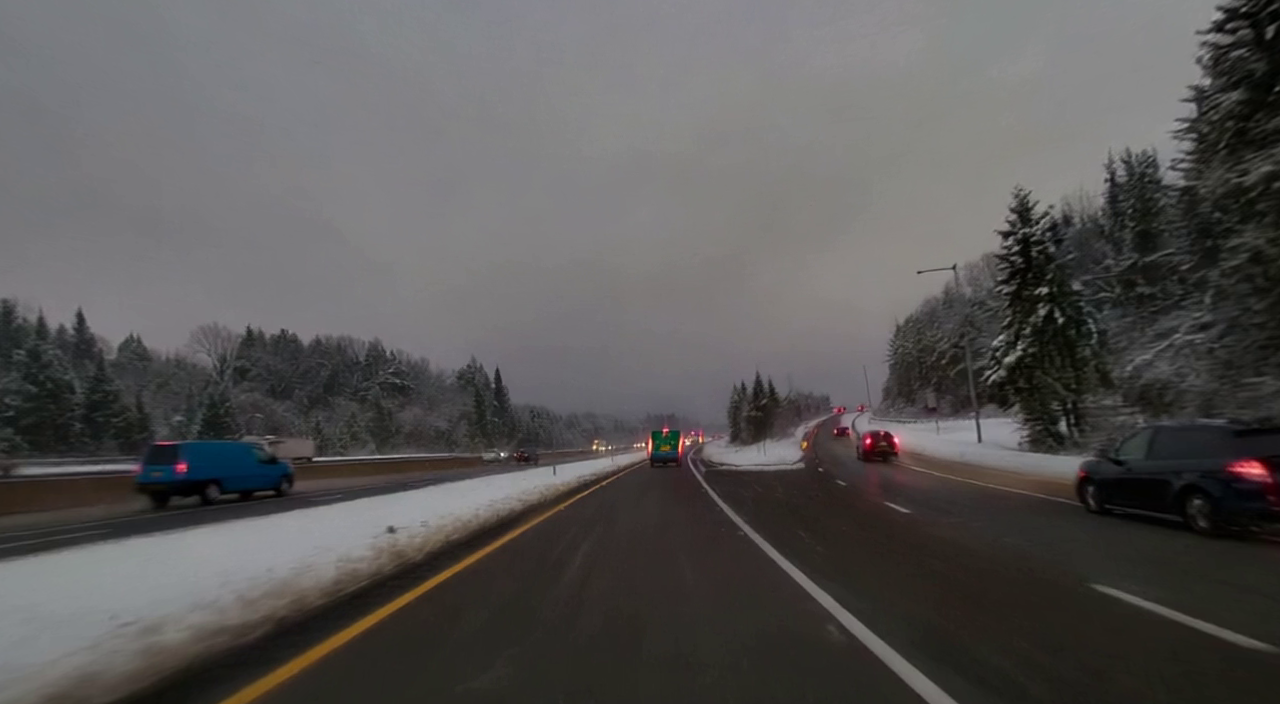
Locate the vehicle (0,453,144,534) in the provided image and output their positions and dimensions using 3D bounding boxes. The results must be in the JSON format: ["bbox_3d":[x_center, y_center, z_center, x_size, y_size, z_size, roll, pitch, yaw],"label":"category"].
[{"bbox_3d":[-13.881,3.035,13.857,2.747,1.505,3.932,0,-8,0],"label":"vehicle"}]

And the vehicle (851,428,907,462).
[{"bbox_3d":[13.715,5.355,36.494,2.167,1.798,4.838,-2,-8,11],"label":"vehicle"}]

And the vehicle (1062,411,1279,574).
[{"bbox_3d":[7.818,1.662,8.051,2.098,1.654,4.637,-2,-8,8],"label":"vehicle"}]

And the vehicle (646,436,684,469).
[{"bbox_3d":[1.445,5.848,36.927,2.043,1.821,4.558,-1,-8,2],"label":"vehicle"}]

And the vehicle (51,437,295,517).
[{"bbox_3d":[-13.469,3.605,19.031,2.298,1.964,6.364,-1,-8,3],"label":"vehicle"}]

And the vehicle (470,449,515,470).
[{"bbox_3d":[-11.428,8.345,49.242,2.081,1.539,4.573,-1,-8,5],"label":"vehicle"}]
